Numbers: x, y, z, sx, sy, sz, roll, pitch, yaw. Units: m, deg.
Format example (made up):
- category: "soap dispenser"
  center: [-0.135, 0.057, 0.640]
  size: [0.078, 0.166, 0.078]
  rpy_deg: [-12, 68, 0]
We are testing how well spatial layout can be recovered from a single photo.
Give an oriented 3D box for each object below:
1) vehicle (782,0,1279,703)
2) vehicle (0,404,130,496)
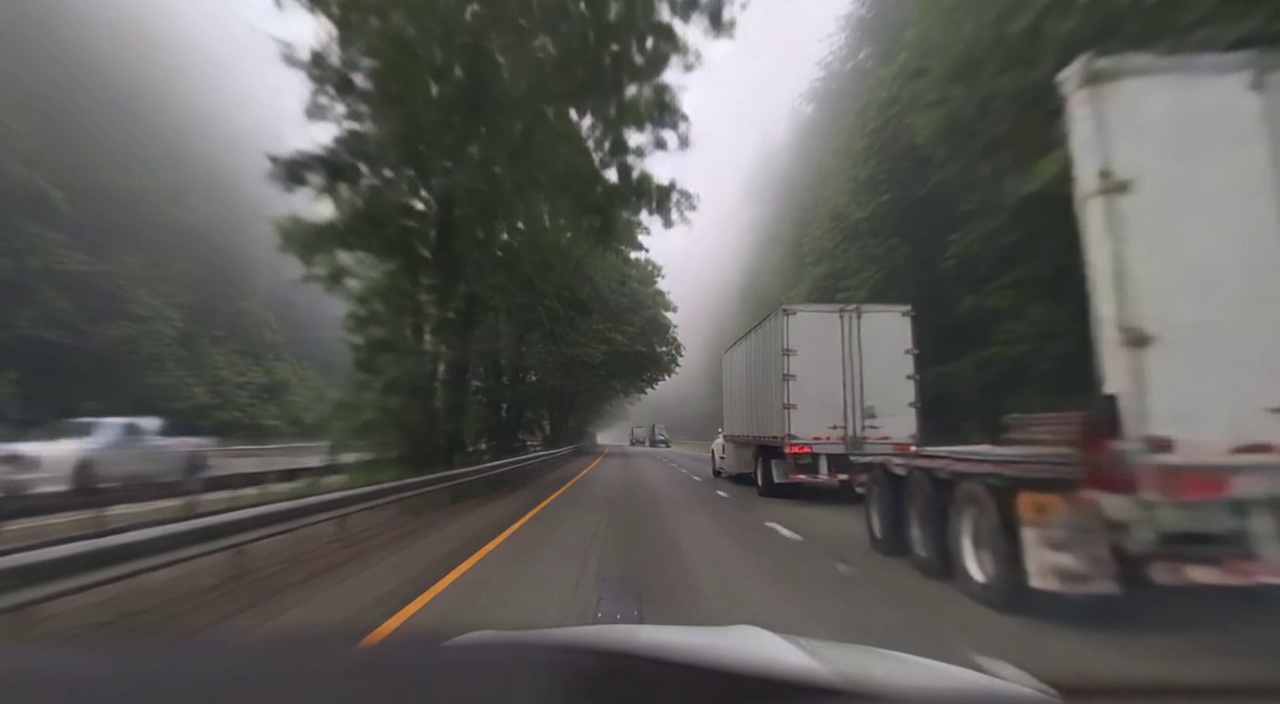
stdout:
- category: "vehicle"
  center: [4.215, 0.431, 7.622]
  size: [2.861, 3.991, 8.583]
  rpy_deg: [0, -8, -1]
- category: "vehicle"
  center: [-11.890, 1.762, 11.396]
  size: [1.885, 1.570, 4.173]
  rpy_deg: [0, -8, -1]
